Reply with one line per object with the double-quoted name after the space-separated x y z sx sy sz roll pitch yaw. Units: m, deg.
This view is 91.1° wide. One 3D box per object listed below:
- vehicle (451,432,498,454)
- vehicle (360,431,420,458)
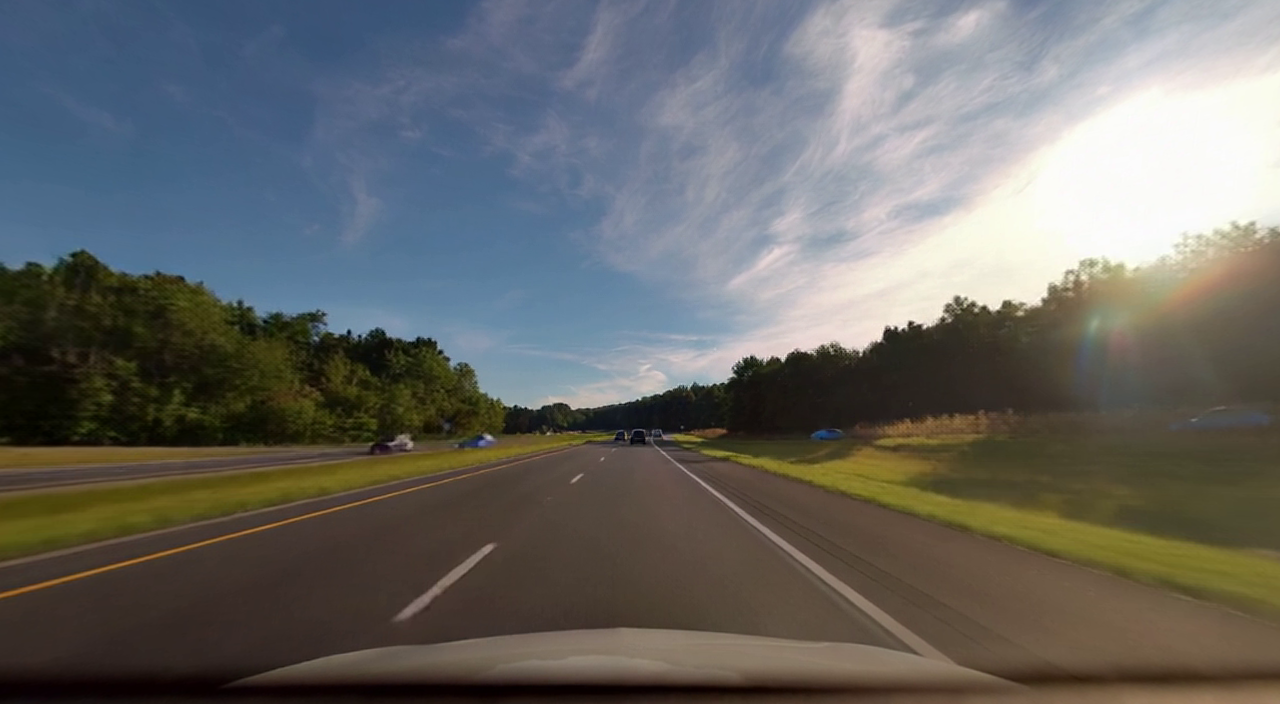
-10.916 6.034 41.686 1.941 1.352 4.224 0 -8 1 "vehicle"
-14.737 5.472 37.278 1.860 1.531 4.001 0 -8 1 "vehicle"
